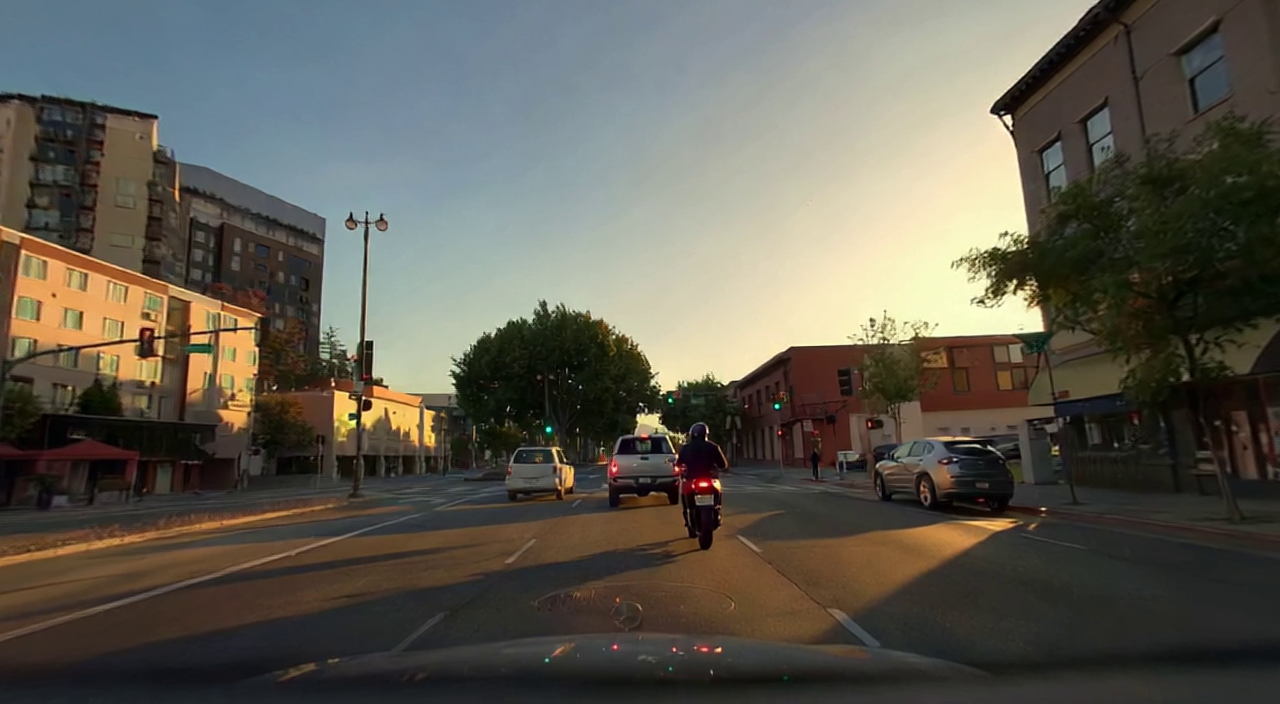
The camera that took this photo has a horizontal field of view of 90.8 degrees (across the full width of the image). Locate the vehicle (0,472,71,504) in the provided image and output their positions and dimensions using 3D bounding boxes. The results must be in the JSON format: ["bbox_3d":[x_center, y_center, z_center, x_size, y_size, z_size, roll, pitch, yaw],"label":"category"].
[{"bbox_3d":[-39.823,8.658,40.316,4.961,1.878,1.967,0,-9,-2],"label":"vehicle"}]

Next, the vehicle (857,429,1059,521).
[{"bbox_3d":[7.161,2.803,15.010,2.018,1.772,4.968,0,-9,-3],"label":"vehicle"}]

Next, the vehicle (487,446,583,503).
[{"bbox_3d":[-2.989,3.590,19.034,2.014,1.470,4.552,-1,-9,2],"label":"vehicle"}]

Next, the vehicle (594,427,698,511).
[{"bbox_3d":[0.151,2.850,15.787,2.223,1.775,4.250,0,-9,1],"label":"vehicle"}]
